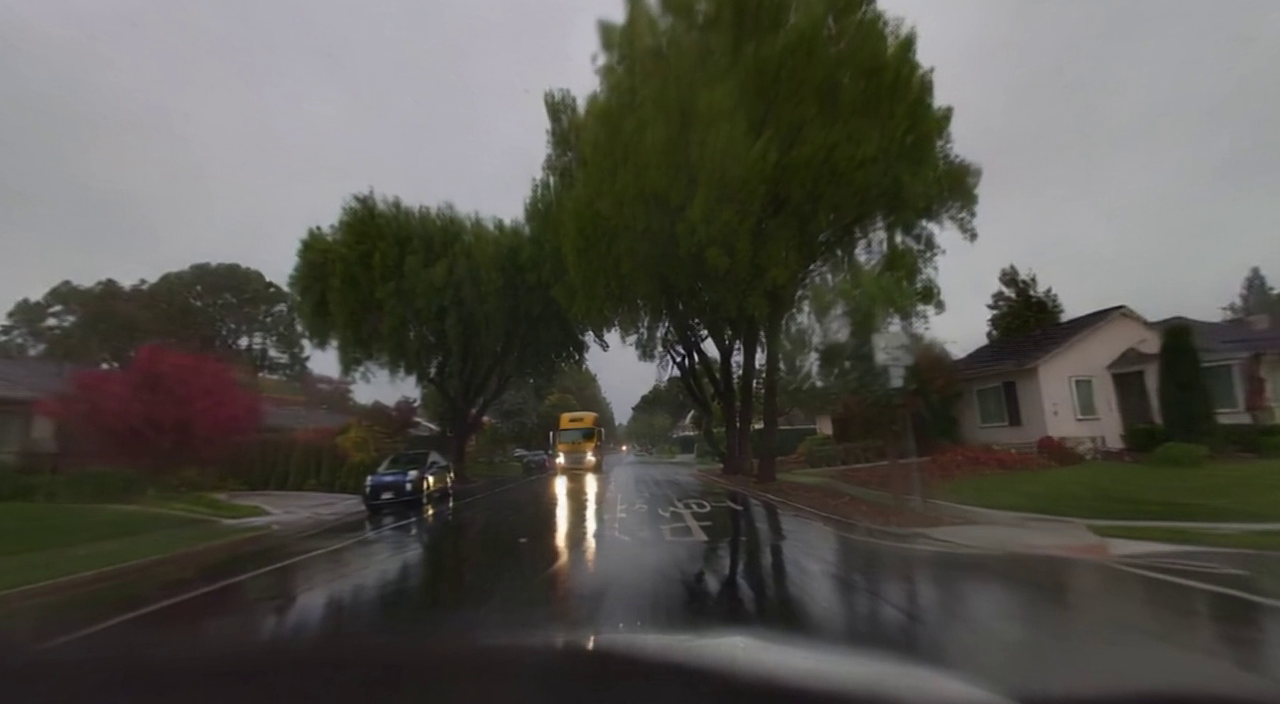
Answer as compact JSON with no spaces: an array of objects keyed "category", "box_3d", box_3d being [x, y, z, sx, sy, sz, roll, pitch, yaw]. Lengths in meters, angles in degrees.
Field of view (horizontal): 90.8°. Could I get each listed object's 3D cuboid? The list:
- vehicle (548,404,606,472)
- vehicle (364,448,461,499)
[{"category":"vehicle","box_3d":[-4.088,6.048,43.823,3.133,4.112,10.695,0,-9,-1]},{"category":"vehicle","box_3d":[-8.944,4.776,25.321,2.119,1.775,4.643,0,-9,0]}]
